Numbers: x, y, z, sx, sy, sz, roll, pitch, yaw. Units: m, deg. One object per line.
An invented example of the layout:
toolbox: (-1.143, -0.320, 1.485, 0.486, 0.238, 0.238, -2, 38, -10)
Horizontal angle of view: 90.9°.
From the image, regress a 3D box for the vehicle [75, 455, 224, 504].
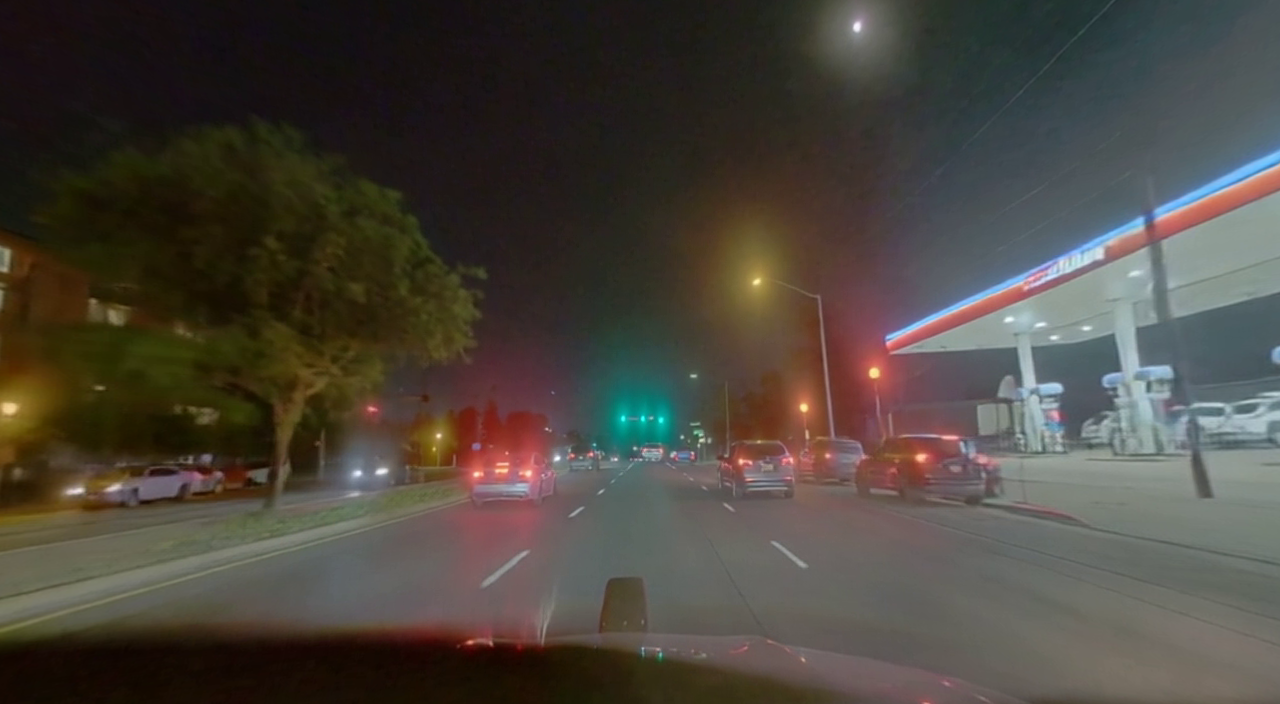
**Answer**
vehicle: (-18.711, 4.845, 24.375, 1.947, 1.616, 4.638, 0, -8, 1)

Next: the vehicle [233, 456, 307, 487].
vehicle: (-21.996, 7.078, 37.679, 1.821, 1.645, 4.211, 0, -8, 1)

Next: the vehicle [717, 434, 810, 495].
vehicle: (3.789, 3.558, 20.290, 1.980, 1.709, 4.813, 0, -8, 0)

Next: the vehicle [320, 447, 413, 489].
vehicle: (-12.263, 5.191, 28.682, 2.096, 1.720, 4.694, 0, -8, 1)

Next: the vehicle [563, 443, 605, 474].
vehicle: (-3.220, 6.163, 36.742, 1.988, 1.645, 3.995, 0, -8, 1)

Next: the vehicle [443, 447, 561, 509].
vehicle: (-3.402, 3.188, 16.486, 2.013, 1.354, 4.393, 0, -8, 1)

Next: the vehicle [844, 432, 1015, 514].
vehicle: (7.060, 3.017, 16.158, 2.417, 1.736, 5.043, -1, -9, 6)

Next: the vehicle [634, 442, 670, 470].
vehicle: (0.765, 6.740, 41.031, 2.192, 1.674, 4.124, 0, -8, 0)
